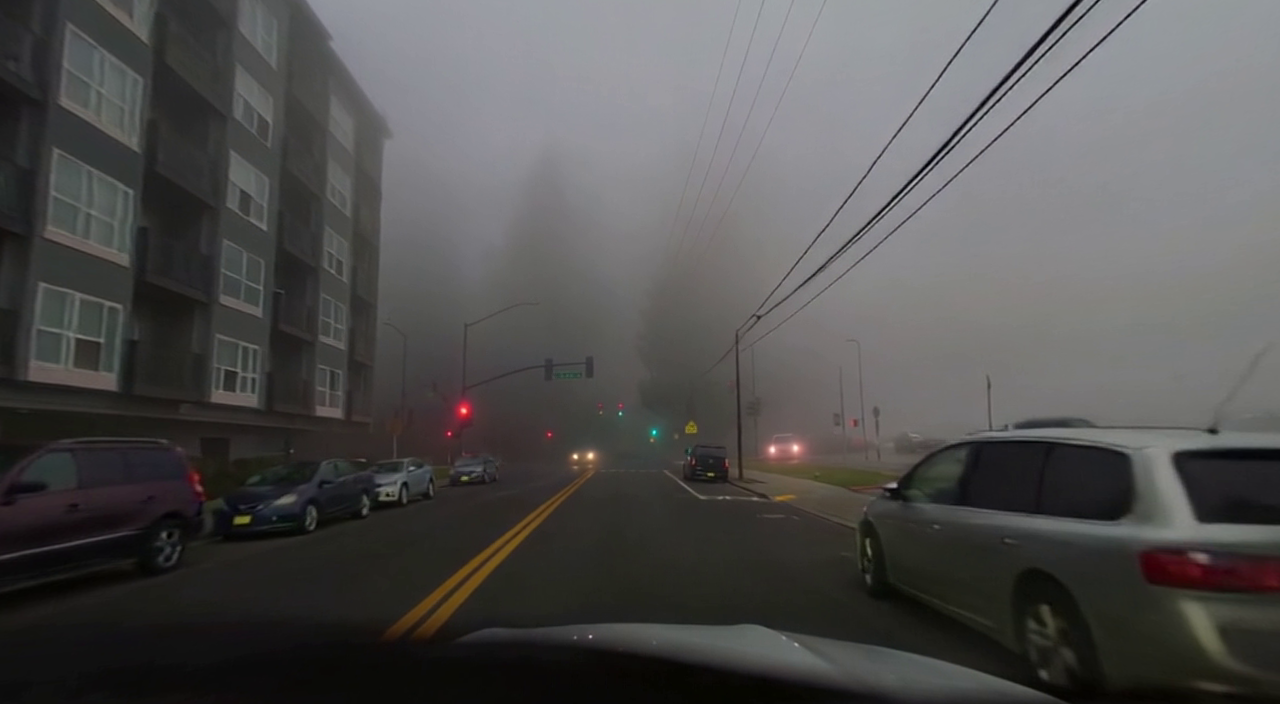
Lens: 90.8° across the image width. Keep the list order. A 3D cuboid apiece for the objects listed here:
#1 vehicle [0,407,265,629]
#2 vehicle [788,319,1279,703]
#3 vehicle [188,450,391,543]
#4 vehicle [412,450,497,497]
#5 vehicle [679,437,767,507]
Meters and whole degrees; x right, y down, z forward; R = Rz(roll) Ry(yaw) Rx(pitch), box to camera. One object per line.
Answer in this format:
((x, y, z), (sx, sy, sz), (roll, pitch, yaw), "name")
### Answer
((-6.354, 1.606, 6.747), (1.993, 1.817, 4.619), (0, -8, -2), "vehicle")
((2.878, 1.089, 4.642), (2.408, 1.815, 4.462), (0, -8, -1), "vehicle")
((-6.667, 2.728, 12.673), (1.789, 1.462, 4.313), (0, -8, -3), "vehicle")
((-6.765, 4.447, 23.551), (1.934, 1.484, 4.630), (0, -8, -2), "vehicle")
((2.496, 3.723, 20.320), (2.034, 1.689, 4.978), (0, -5, -2), "vehicle")
